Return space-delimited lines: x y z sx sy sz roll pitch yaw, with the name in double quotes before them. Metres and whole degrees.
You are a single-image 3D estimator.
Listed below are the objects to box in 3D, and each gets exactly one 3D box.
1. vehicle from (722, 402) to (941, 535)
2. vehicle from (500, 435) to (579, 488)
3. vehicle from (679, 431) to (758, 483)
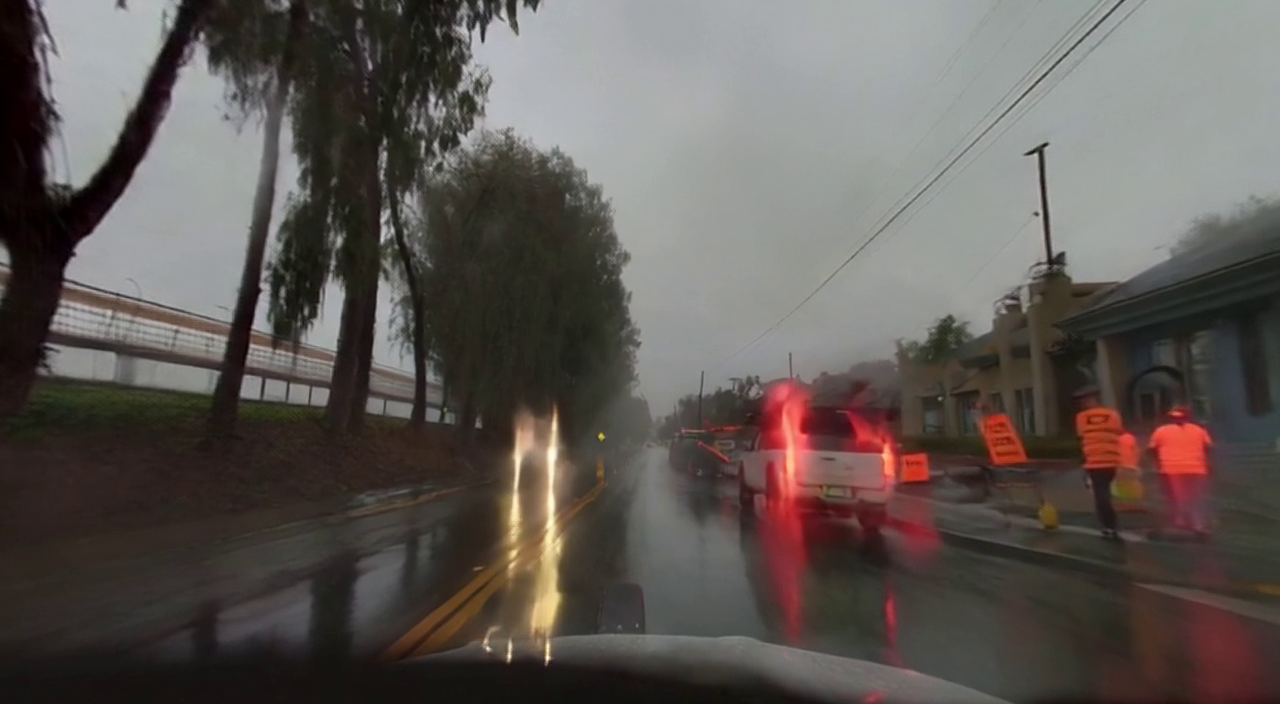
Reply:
"vehicle" 3.453 2.321 13.237 2.759 2.114 6.152 0 -9 1
"vehicle" -3.537 3.949 23.097 2.078 1.716 4.367 0 -8 1
"vehicle" 3.310 4.666 28.451 2.617 2.020 6.531 0 -9 -1
